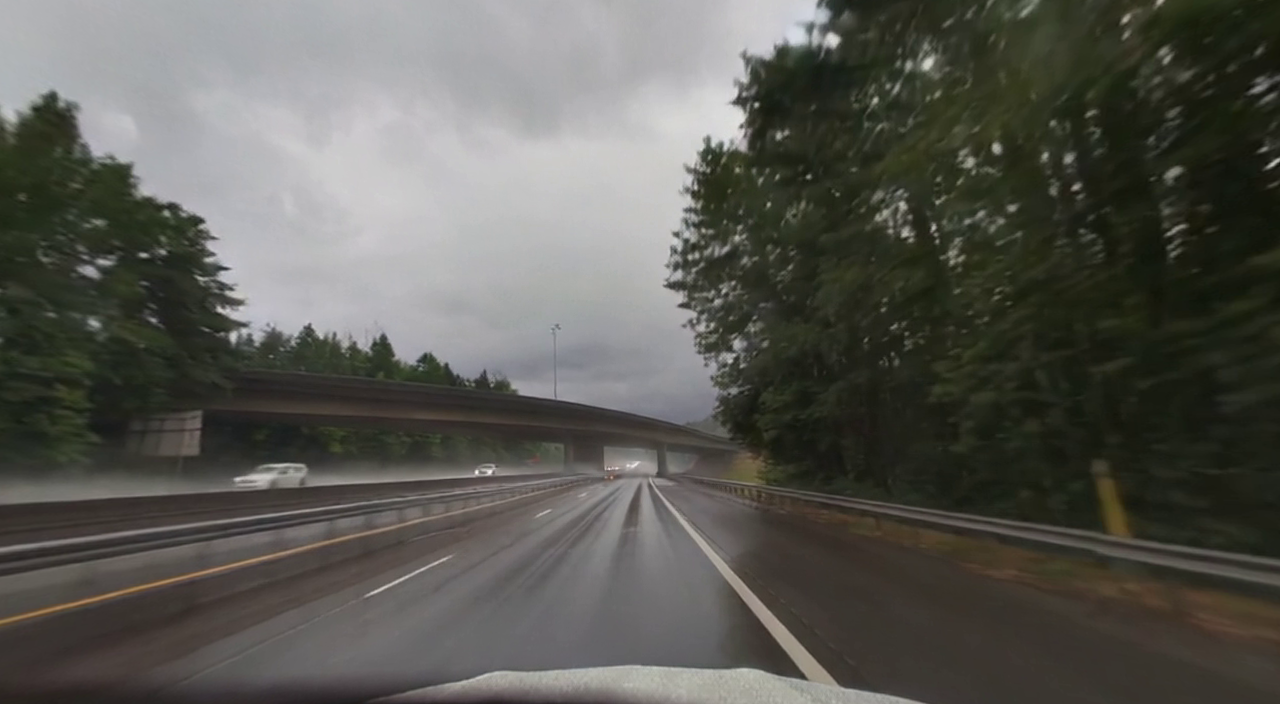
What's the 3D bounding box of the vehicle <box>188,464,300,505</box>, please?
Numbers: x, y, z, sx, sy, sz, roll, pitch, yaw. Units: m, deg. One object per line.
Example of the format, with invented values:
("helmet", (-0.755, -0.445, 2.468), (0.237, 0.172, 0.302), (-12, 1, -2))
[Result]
("vehicle", (-17.210, 5.767, 27.697), (1.888, 1.600, 4.594), (1, -11, -1))
